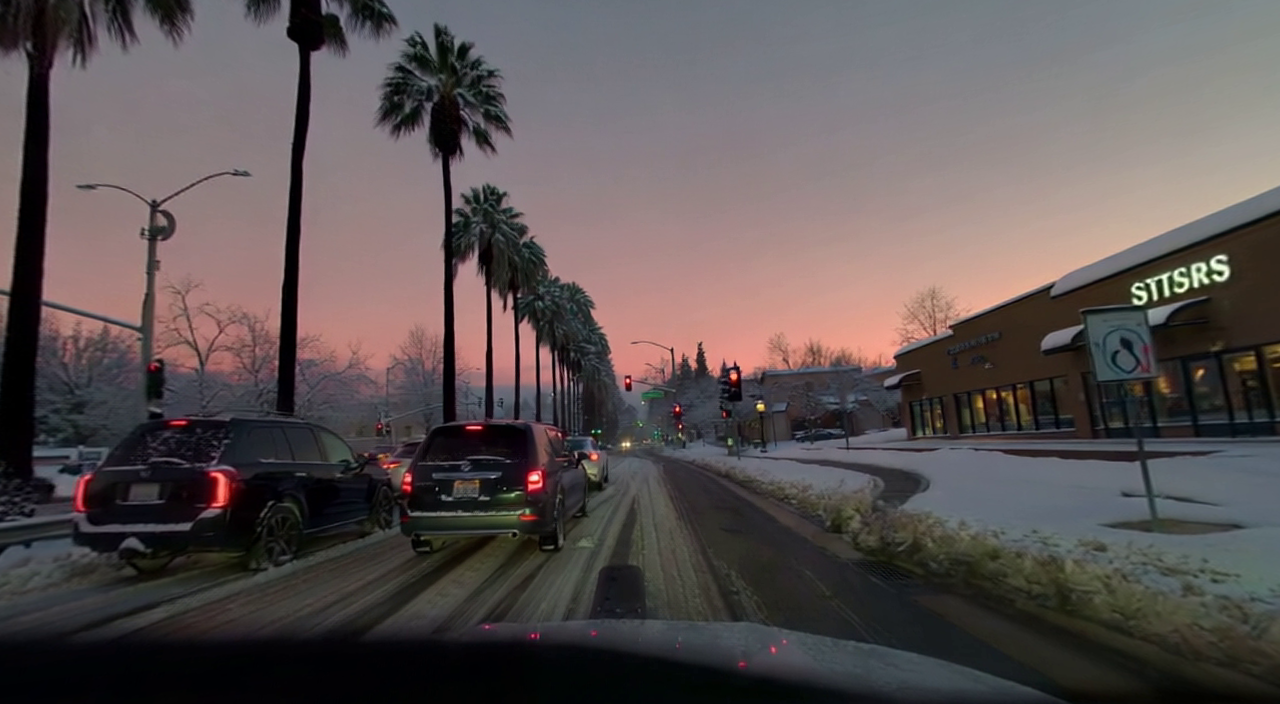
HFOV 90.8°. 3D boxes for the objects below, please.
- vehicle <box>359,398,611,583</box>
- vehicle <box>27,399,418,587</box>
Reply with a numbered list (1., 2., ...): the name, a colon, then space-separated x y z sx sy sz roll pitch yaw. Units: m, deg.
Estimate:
1. vehicle: -1.584 1.662 8.299 2.153 1.759 4.320 0 -9 1
2. vehicle: -5.025 1.768 8.760 2.025 1.862 4.804 0 -9 1
